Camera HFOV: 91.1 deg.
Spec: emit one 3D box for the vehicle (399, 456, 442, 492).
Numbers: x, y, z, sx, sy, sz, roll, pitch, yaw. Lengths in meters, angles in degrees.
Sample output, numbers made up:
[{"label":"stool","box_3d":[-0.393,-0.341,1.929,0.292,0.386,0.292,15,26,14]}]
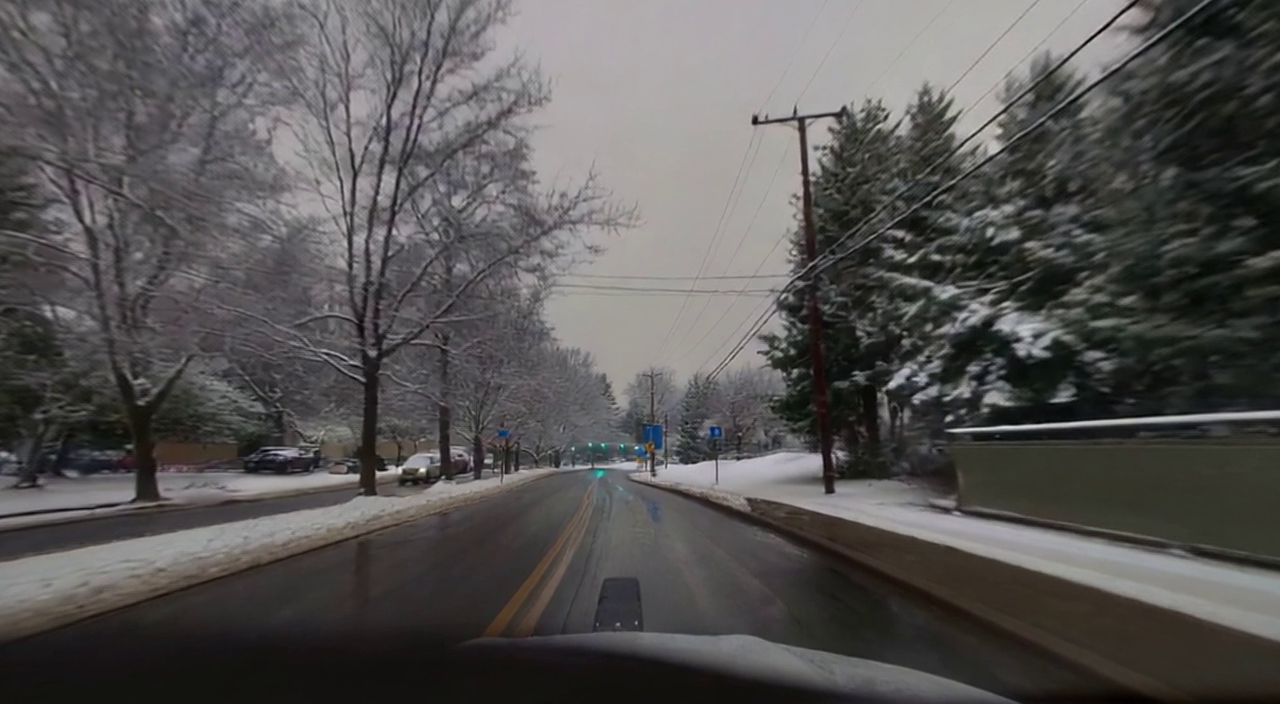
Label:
[{"label":"vehicle","box_3d":[-12.013,6.555,34.218,1.861,1.736,4.241,2,-9,-24]}]
